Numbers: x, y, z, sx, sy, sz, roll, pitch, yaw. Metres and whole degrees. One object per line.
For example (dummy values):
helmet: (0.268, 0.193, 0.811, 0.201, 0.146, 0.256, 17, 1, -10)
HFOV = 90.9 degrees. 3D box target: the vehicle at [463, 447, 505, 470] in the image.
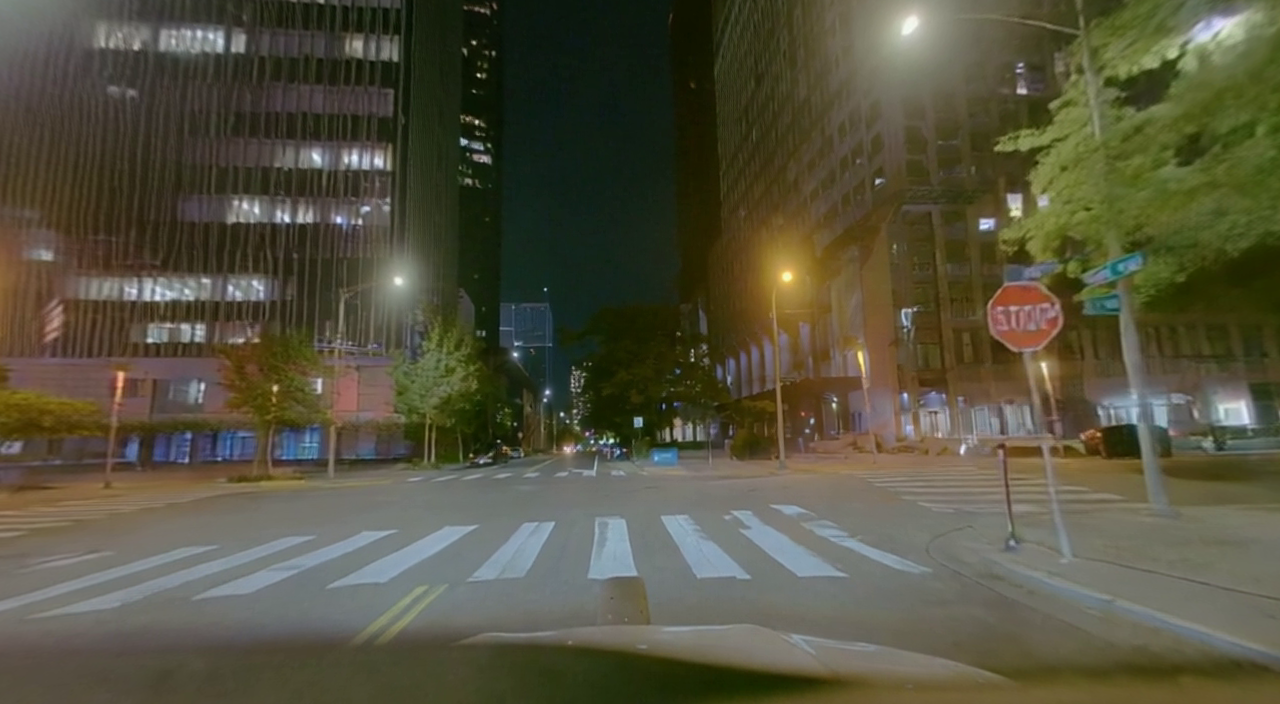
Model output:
vehicle: (-10.750, 7.346, 43.830, 2.033, 1.491, 4.298, 0, -8, -3)
